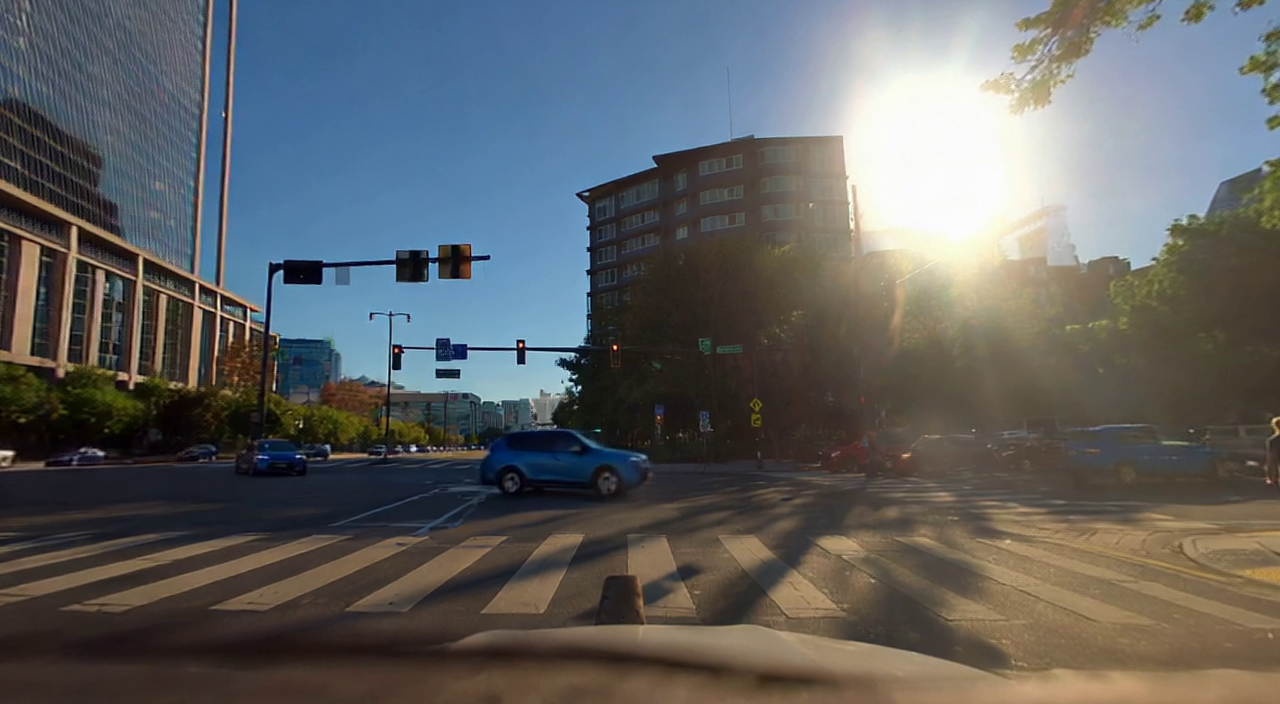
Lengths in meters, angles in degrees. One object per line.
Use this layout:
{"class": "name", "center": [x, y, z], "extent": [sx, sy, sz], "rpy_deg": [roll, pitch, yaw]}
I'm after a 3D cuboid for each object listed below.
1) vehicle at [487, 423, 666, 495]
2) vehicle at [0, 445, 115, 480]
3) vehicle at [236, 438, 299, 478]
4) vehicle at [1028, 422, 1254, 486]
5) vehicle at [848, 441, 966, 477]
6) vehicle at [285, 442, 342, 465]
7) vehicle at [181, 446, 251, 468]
{"class": "vehicle", "center": [-1.708, 2.961, 17.670], "extent": [4.509, 1.821, 2.066], "rpy_deg": [-2, -9, 15]}
{"class": "vehicle", "center": [-27.052, 5.035, 29.215], "extent": [1.881, 1.469, 4.415], "rpy_deg": [0, -8, -3]}
{"class": "vehicle", "center": [-15.667, 4.397, 26.512], "extent": [2.007, 1.540, 4.312], "rpy_deg": [5, -10, -31]}
{"class": "vehicle", "center": [15.588, 3.140, 19.714], "extent": [6.196, 1.777, 2.457], "rpy_deg": [3, -9, -19]}
{"class": "vehicle", "center": [11.589, 4.627, 27.562], "extent": [4.317, 1.491, 1.896], "rpy_deg": [1, -9, -10]}
{"class": "vehicle", "center": [-24.531, 7.611, 47.671], "extent": [1.951, 1.609, 4.693], "rpy_deg": [0, -8, -2]}
{"class": "vehicle", "center": [-31.445, 7.791, 47.006], "extent": [1.892, 1.525, 5.171], "rpy_deg": [0, -8, -4]}
